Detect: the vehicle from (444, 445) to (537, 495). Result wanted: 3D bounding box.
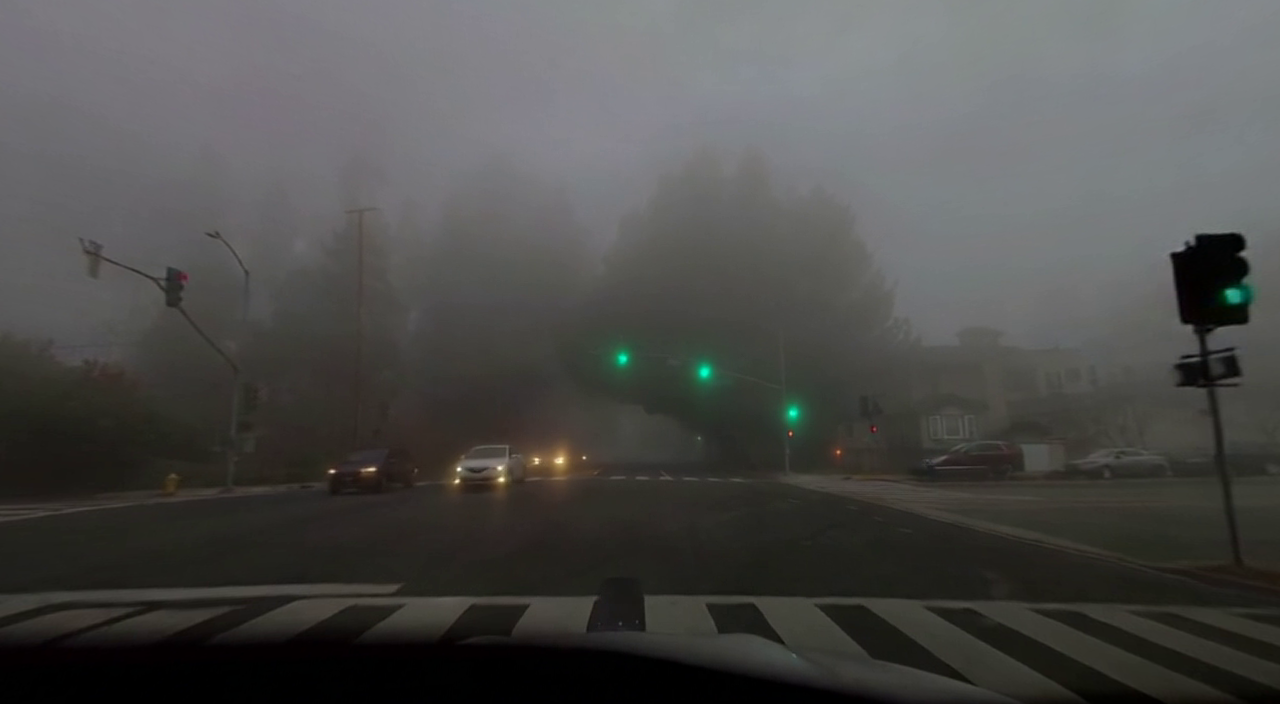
[{"bbox_3d":[-4.744,3.783,20.748,2.003,1.462,4.220,0,-8,0],"label":"vehicle"}]

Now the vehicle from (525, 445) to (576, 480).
[{"bbox_3d":[-4.544,5.668,32.710,1.999,1.652,3.962,0,-8,1],"label":"vehicle"}]

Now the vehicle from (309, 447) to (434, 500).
[{"bbox_3d":[-8.391,3.800,20.262,1.985,1.475,4.383,0,-8,1],"label":"vehicle"}]
